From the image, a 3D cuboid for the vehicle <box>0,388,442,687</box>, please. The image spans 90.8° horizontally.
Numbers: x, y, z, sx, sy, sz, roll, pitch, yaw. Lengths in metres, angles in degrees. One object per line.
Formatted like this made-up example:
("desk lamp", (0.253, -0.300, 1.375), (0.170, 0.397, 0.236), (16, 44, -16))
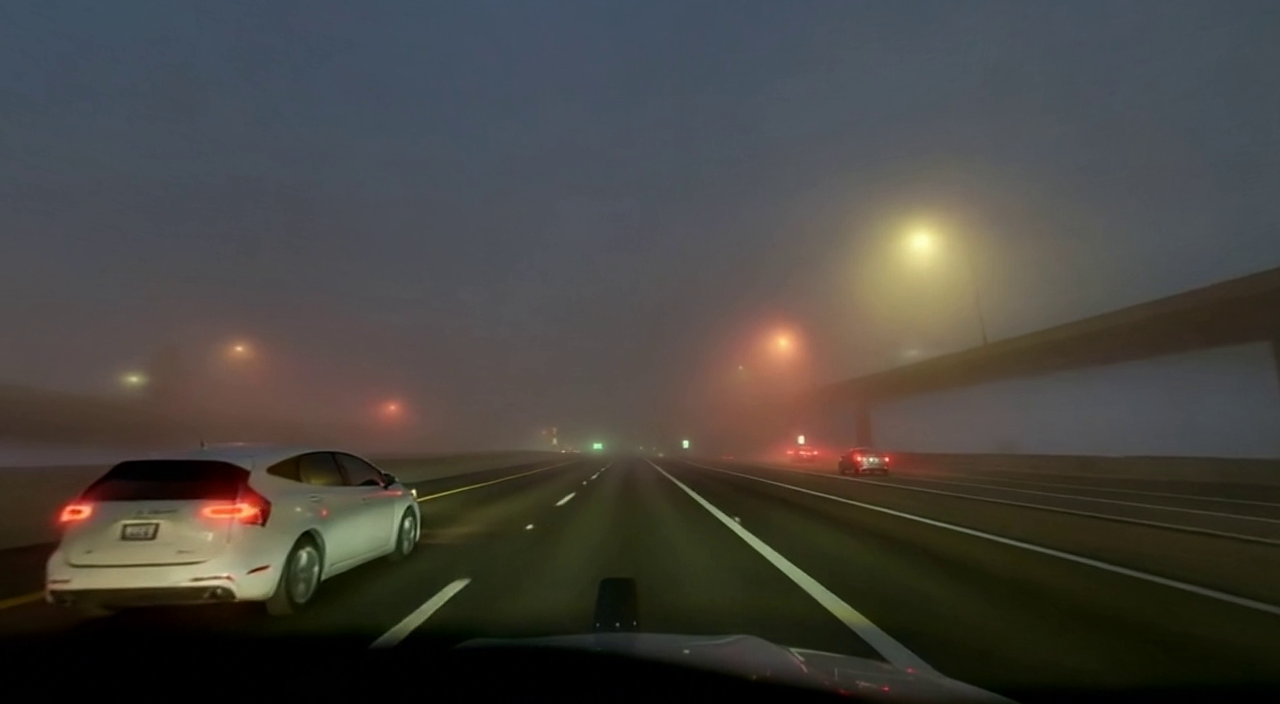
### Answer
("vehicle", (-3.612, 1.382, 5.856), (2.178, 1.699, 4.321), (0, -8, -1))
